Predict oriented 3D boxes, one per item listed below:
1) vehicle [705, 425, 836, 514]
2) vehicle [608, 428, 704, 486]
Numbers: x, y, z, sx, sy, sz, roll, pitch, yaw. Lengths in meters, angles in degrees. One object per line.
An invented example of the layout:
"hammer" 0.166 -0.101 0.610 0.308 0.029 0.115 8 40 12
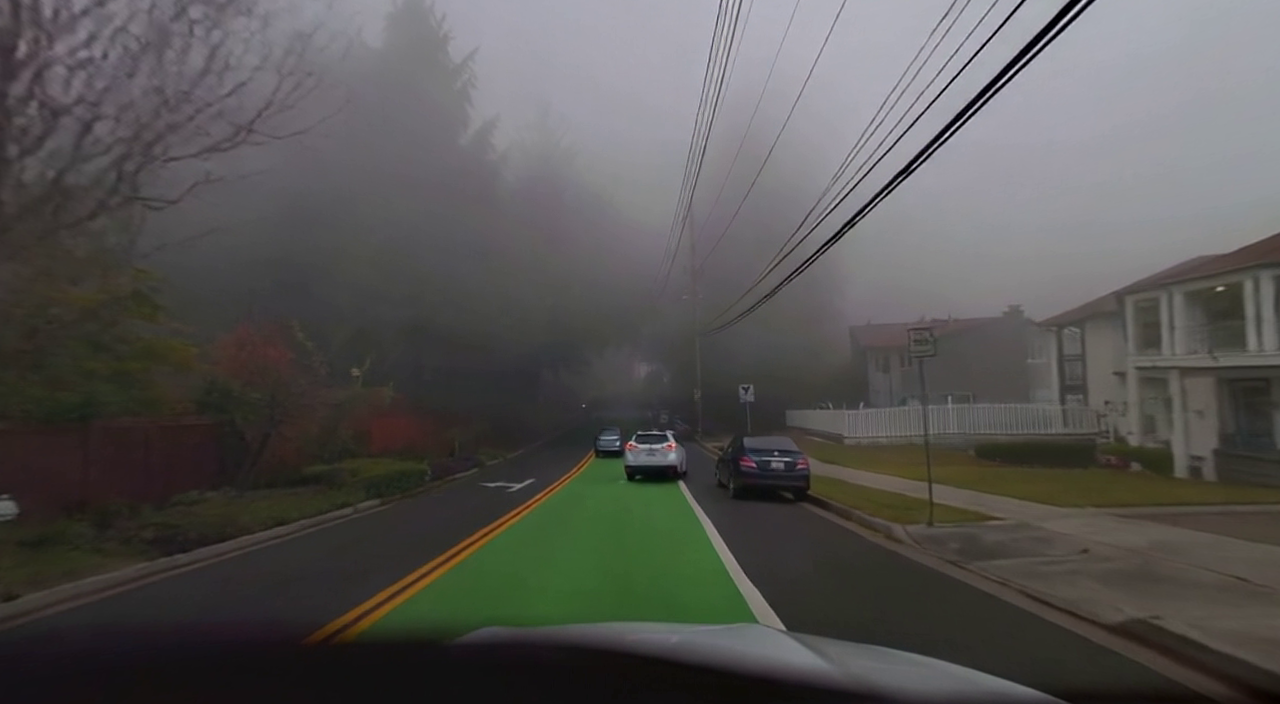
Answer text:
"vehicle" 2.790 2.595 14.643 1.909 1.694 4.472 0 -8 -2
"vehicle" 0.638 3.113 19.244 2.235 1.500 4.496 0 -7 10
